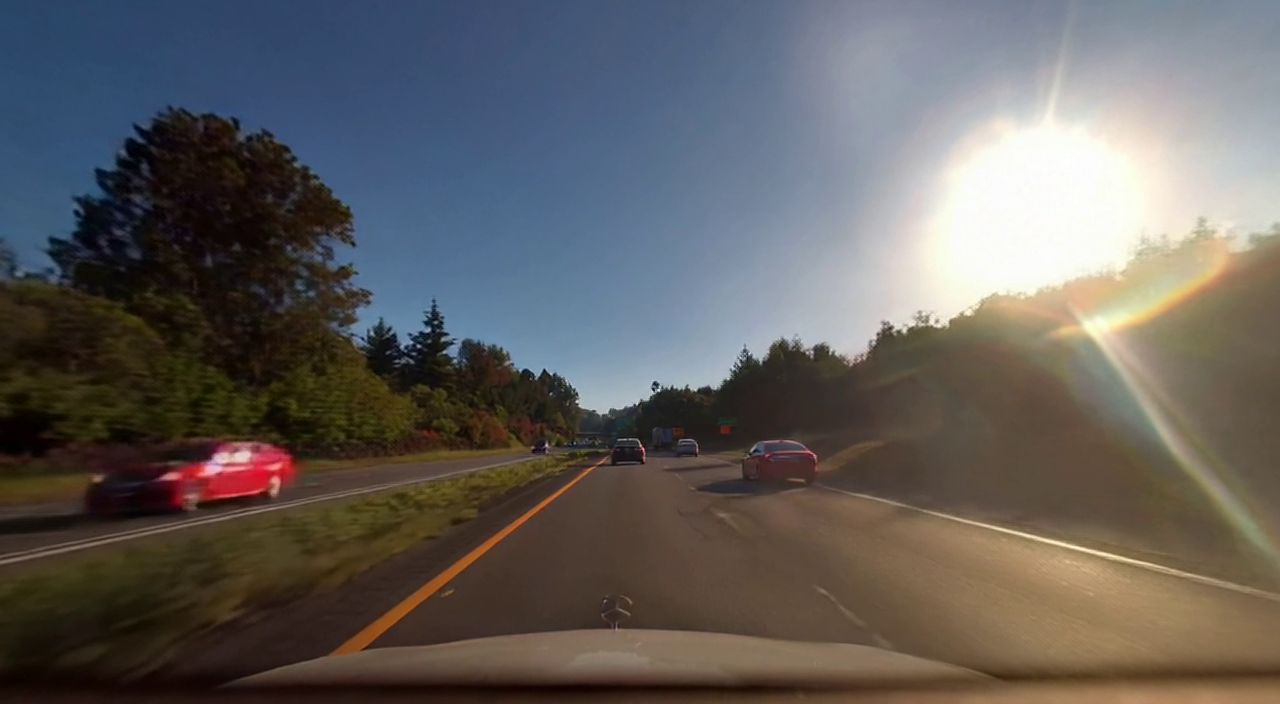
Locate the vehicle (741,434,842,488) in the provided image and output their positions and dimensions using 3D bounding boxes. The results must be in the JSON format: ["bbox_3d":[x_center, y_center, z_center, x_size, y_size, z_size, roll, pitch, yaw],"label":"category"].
[{"bbox_3d":[4.644,3.376,20.010,2.066,1.526,4.216,0,-8,-1],"label":"vehicle"}]

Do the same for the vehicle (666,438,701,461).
[{"bbox_3d":[2.988,6.801,44.236,2.004,1.469,4.472,0,-8,-2],"label":"vehicle"}]

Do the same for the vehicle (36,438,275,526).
[{"bbox_3d":[-9.329,2.468,12.615,1.855,1.458,3.717,0,-8,-1],"label":"vehicle"}]

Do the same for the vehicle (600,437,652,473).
[{"bbox_3d":[-0.594,4.517,27.945,2.143,1.466,3.693,0,-8,-1],"label":"vehicle"}]
